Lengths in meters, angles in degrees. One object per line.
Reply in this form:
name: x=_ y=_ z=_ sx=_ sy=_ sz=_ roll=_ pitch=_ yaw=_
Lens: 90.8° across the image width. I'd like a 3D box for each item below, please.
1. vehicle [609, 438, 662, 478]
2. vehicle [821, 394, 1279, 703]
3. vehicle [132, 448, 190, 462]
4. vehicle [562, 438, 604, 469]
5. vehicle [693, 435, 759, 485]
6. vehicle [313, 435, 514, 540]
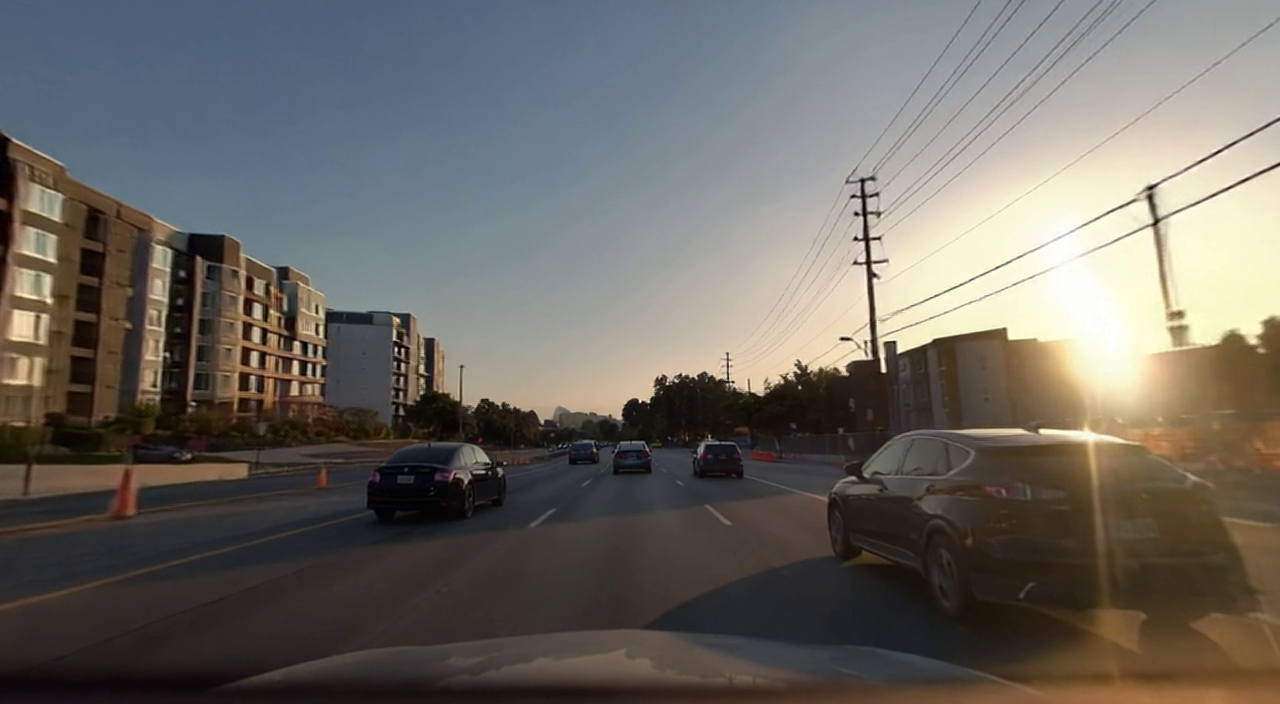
vehicle: x=-0.179 y=4.919 z=29.678 sx=2.291 sy=1.714 sz=4.217 roll=0 pitch=-8 yaw=0
vehicle: x=3.107 y=1.310 z=5.284 sx=1.975 sy=1.598 sz=4.025 roll=0 pitch=-8 yaw=0
vehicle: x=-37.016 y=7.951 z=48.814 sx=3.745 sy=1.024 sz=2.044 roll=-5 pitch=-10 yaw=27
vehicle: x=-3.608 y=6.502 z=40.737 sx=2.190 sy=1.832 sz=4.417 roll=0 pitch=-8 yaw=1
vehicle: x=3.371 y=4.321 z=25.590 sx=2.029 sy=1.797 sz=4.218 roll=0 pitch=-8 yaw=-1
vehicle: x=-3.662 y=2.247 z=11.165 sx=1.968 sy=1.473 sz=4.209 roll=0 pitch=-8 yaw=0
